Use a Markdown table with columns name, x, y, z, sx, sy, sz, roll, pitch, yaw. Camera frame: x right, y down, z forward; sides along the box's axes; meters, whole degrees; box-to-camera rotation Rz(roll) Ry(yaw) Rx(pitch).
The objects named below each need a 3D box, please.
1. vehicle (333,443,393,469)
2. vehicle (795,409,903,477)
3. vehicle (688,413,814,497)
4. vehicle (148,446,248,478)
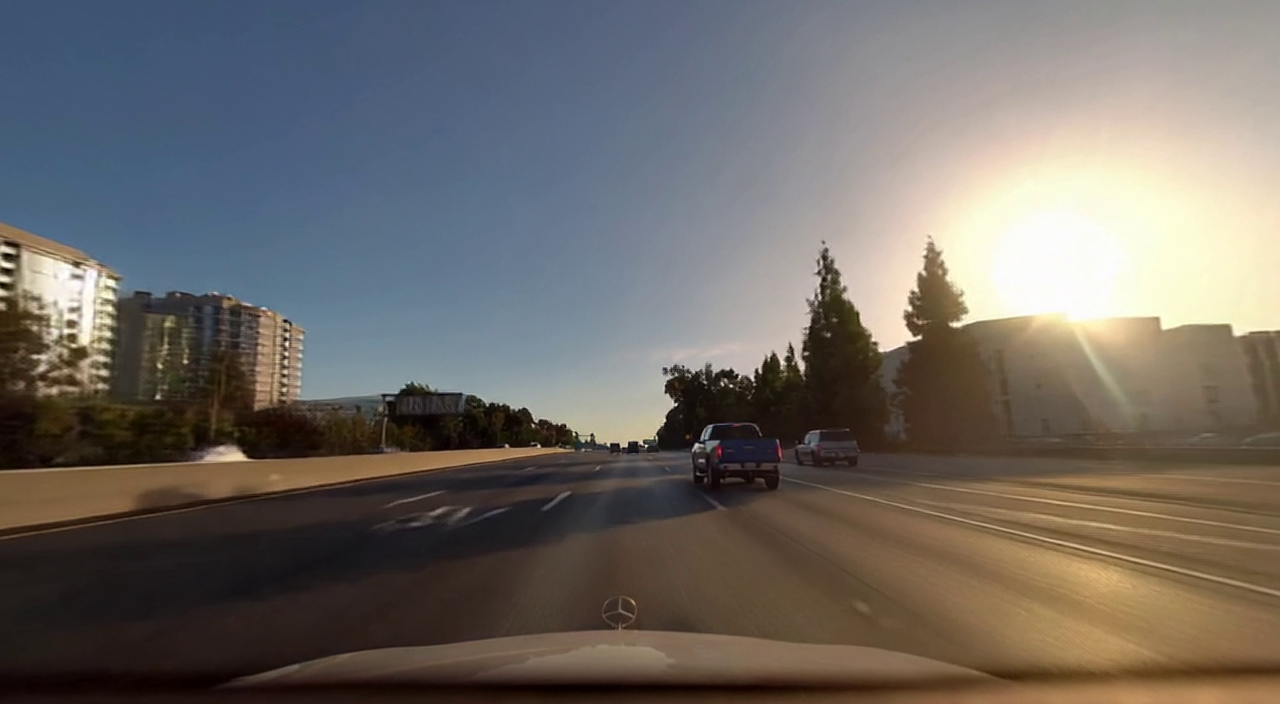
| name | x | y | z | sx | sy | sz | roll | pitch | yaw |
| --- | --- | --- | --- | --- | --- | --- | --- | --- | --- |
| vehicle | -19.217 | 7.236 | 44.051 | 2.056 | 1.681 | 4.519 | 0 | -8 | 0 |
| vehicle | 7.758 | 3.480 | 24.133 | 2.158 | 2.268 | 5.396 | 0 | -8 | -1 |
| vehicle | 2.845 | 2.819 | 17.560 | 2.462 | 1.984 | 4.718 | 0 | -8 | -2 |
| vehicle | -27.283 | 6.753 | 39.308 | 2.116 | 1.812 | 5.613 | 0 | -8 | 0 |
